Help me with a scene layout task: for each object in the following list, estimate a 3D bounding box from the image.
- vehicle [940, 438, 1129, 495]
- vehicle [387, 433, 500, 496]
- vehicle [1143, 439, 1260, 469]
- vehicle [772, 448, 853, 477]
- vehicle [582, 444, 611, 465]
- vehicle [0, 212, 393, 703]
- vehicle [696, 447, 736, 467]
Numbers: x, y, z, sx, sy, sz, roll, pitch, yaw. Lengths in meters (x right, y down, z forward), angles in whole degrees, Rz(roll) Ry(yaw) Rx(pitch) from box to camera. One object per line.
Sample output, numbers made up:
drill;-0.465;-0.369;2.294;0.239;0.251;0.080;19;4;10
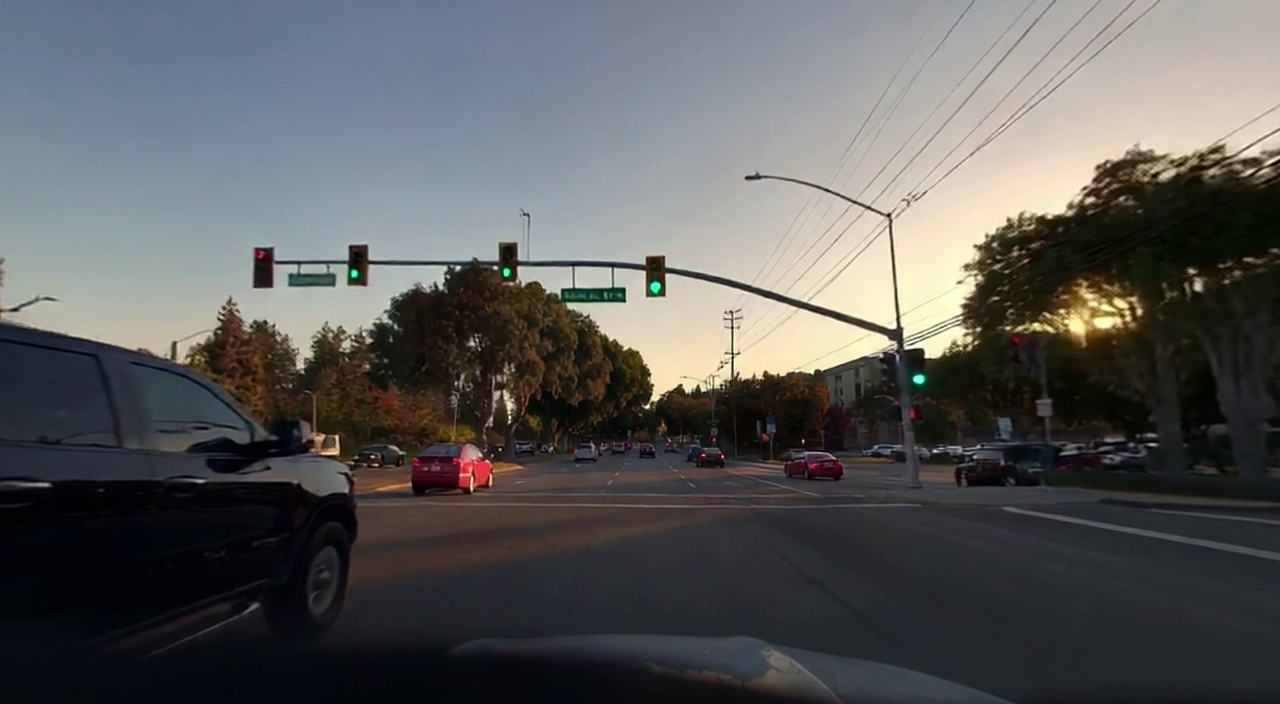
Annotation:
vehicle;13.582;3.904;22.012;5.106;1.735;2.150;-8;-12;44
vehicle;-6.374;3.708;21.177;2.169;1.865;4.739;0;-9;1
vehicle;32.481;5.918;36.741;1.833;1.587;4.653;3;-9;-21
vehicle;9.244;5.954;34.238;1.840;1.428;4.602;3;-9;-20
vehicle;-3.315;7.954;49.114;2.002;1.494;4.322;0;-9;0
vehicle;-3.126;0.561;1.656;2.467;1.991;6.089;0;-9;0
vehicle;5.771;8.020;48.559;2.071;1.435;4.226;1;-9;-6
